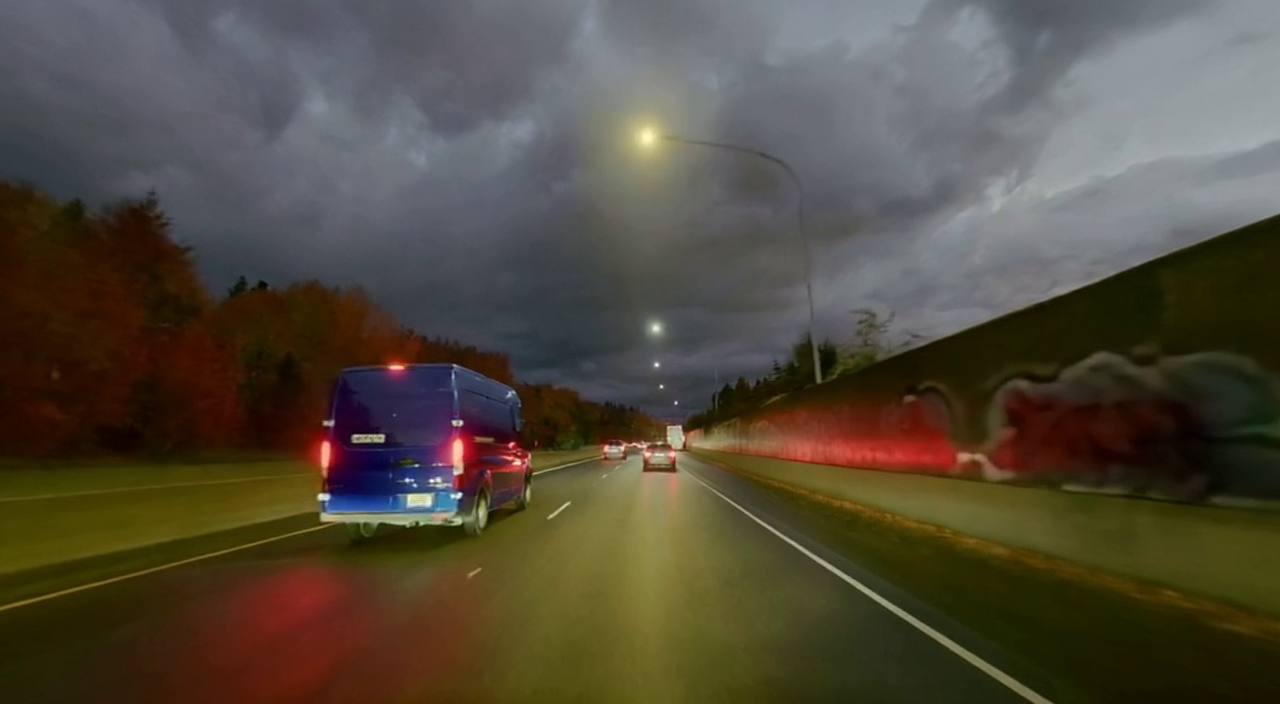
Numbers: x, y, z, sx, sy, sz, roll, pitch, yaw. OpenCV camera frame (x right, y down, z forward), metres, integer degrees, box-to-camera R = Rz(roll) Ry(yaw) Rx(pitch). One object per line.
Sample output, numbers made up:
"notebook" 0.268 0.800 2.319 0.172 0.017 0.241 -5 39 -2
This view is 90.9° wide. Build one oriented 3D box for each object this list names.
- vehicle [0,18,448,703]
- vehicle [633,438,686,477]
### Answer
"vehicle" -3.421 0.444 4.731 2.334 2.769 5.087 0 -8 -1
"vehicle" 0.783 4.356 26.323 2.071 1.487 3.948 0 -8 1
